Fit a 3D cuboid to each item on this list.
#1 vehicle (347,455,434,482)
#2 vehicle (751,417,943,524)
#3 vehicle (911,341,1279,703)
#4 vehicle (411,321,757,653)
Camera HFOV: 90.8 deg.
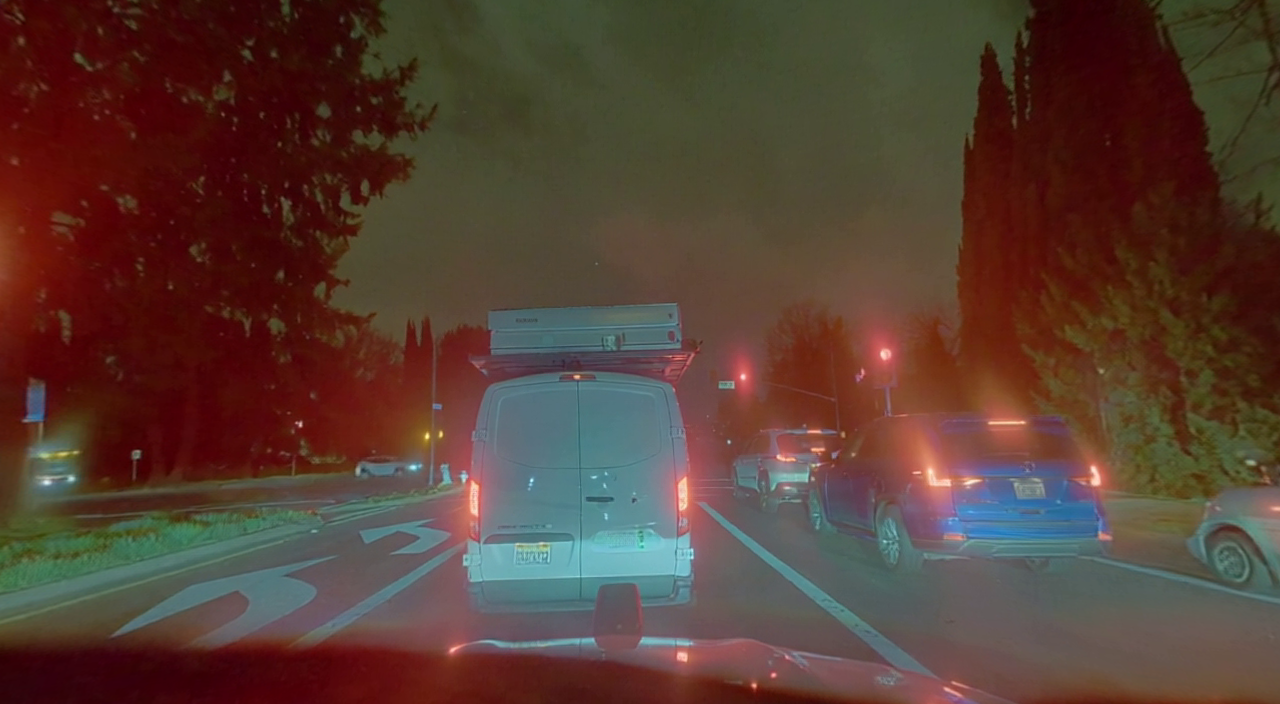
[{"bbox_3d":[-13.600,6.312,34.521,4.135,1.321,1.687,5,-10,-33],"label":"vehicle"},{"bbox_3d":[3.699,2.212,12.272,2.024,1.692,4.252,1,-9,-4],"label":"vehicle"},{"bbox_3d":[3.450,0.938,3.401,1.965,1.671,4.146,0,-9,-3],"label":"vehicle"},{"bbox_3d":[-0.356,1.149,6.198,2.145,2.089,4.309,0,-9,0],"label":"vehicle"}]
